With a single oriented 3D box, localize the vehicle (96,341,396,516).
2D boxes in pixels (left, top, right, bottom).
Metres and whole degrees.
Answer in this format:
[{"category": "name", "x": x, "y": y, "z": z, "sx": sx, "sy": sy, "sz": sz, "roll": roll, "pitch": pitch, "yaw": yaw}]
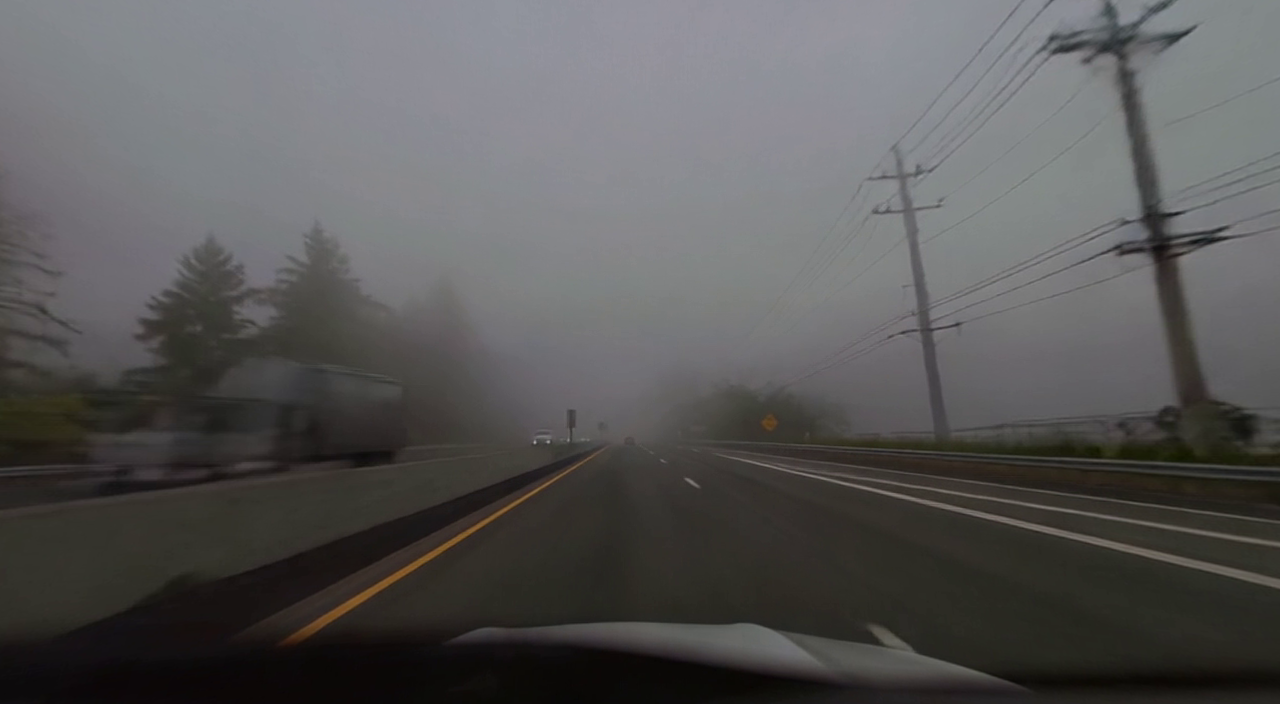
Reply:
[{"category": "vehicle", "x": -9.076, "y": 1.959, "z": 16.026, "sx": 2.646, "sy": 3.377, "sz": 7.637, "roll": 0, "pitch": -8, "yaw": 0}]
